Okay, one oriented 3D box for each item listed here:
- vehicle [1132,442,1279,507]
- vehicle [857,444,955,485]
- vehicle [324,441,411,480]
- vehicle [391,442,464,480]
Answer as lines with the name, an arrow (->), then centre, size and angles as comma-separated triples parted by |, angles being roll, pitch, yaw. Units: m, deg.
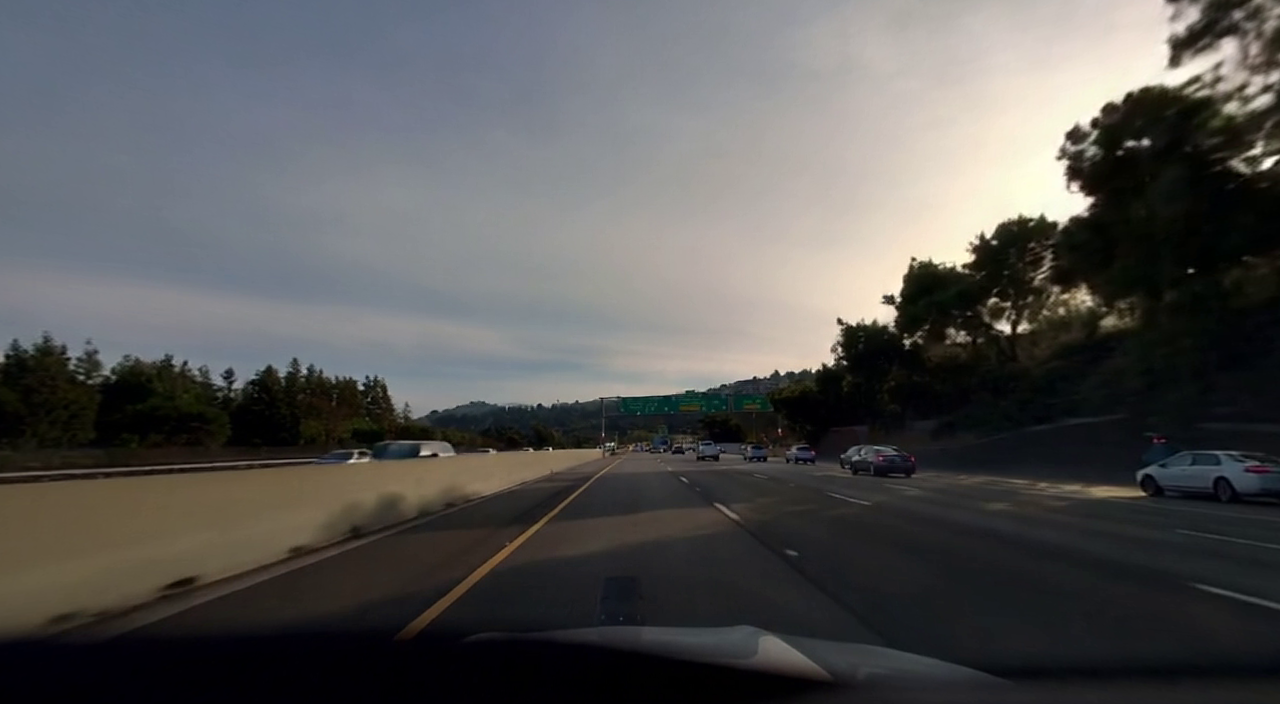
vehicle -> 15.684, 3.099, 16.472 | 1.915, 1.479, 4.691 | 0, -9, 0
vehicle -> 10.000, 4.242, 24.121 | 1.836, 1.418, 4.132 | 0, -9, -1
vehicle -> -12.004, 4.771, 28.168 | 1.907, 1.537, 4.550 | 0, -8, -1
vehicle -> -7.833, 4.019, 23.586 | 1.568, 1.263, 3.387 | 0, -8, 0
